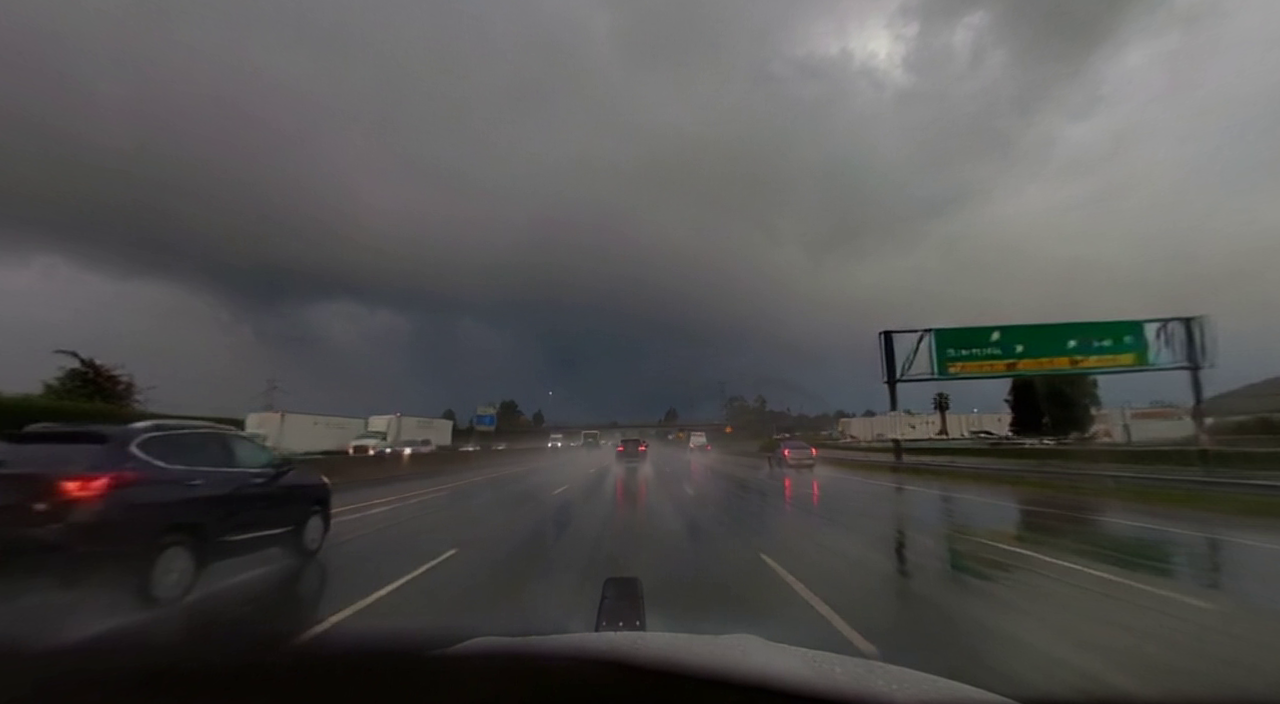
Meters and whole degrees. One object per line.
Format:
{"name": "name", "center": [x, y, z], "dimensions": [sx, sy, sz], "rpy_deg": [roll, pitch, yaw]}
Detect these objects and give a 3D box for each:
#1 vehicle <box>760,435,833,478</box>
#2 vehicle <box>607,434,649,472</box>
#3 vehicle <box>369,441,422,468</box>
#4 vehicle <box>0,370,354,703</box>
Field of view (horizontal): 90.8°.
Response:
{"name": "vehicle", "center": [6.559, 4.427, 26.926], "dimensions": [1.944, 1.666, 4.184], "rpy_deg": [0, -9, -1]}
{"name": "vehicle", "center": [-0.563, 5.140, 32.366], "dimensions": [2.002, 1.759, 4.658], "rpy_deg": [0, -9, 0]}
{"name": "vehicle", "center": [-13.894, 5.810, 36.024], "dimensions": [1.599, 1.438, 3.419], "rpy_deg": [0, -9, 0]}
{"name": "vehicle", "center": [-4.211, 1.134, 4.561], "dimensions": [2.126, 1.631, 4.643], "rpy_deg": [0, -9, 0]}
